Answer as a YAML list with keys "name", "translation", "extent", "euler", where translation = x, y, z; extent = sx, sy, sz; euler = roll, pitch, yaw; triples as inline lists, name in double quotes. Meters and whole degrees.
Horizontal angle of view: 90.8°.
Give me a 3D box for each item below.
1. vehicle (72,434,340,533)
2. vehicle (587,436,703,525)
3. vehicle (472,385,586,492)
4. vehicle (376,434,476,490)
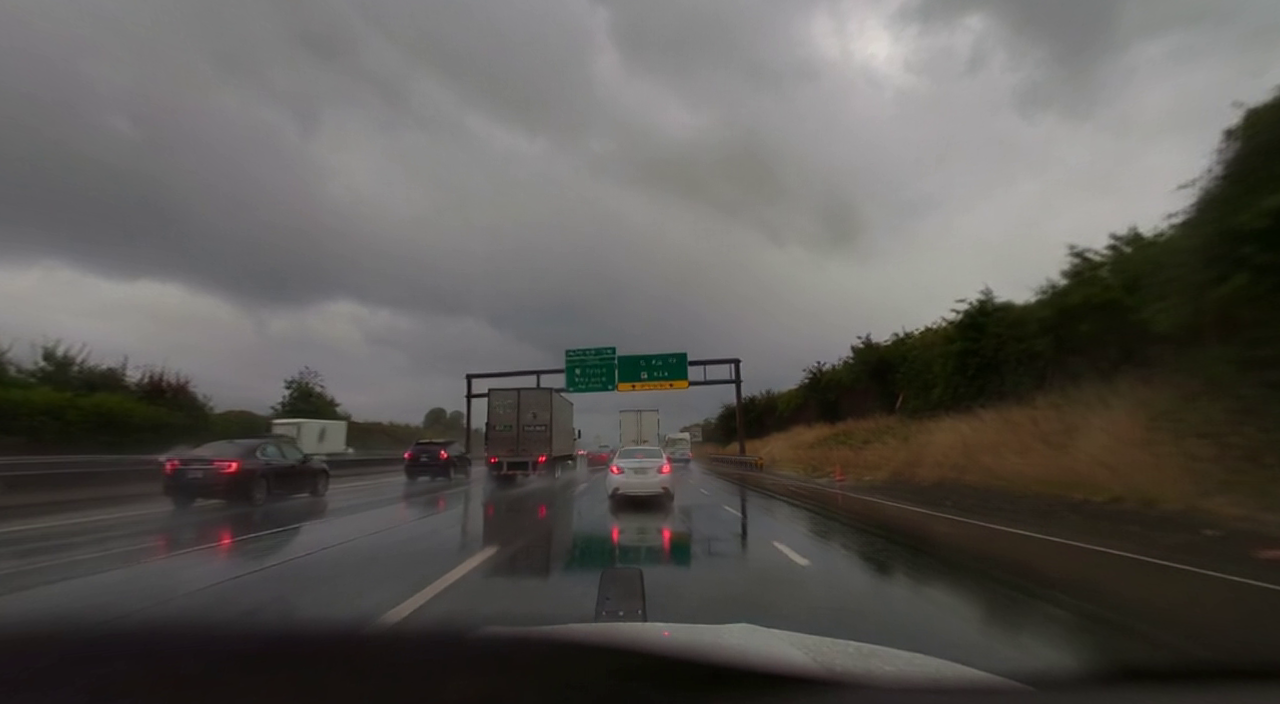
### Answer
- name: "vehicle"
  translation: [-7.948, 2.434, 12.291]
  extent: [1.879, 1.521, 4.623]
  euler: [-1, -9, 1]
- name: "vehicle"
  translation: [0.052, 2.471, 12.563]
  extent: [1.995, 1.495, 3.380]
  euler: [0, -9, -1]
- name: "vehicle"
  translation: [-3.811, 3.290, 23.601]
  extent: [2.812, 3.342, 7.248]
  euler: [-1, -9, 1]
- name: "vehicle"
  translation: [-7.432, 3.865, 22.455]
  extent: [1.952, 1.746, 4.332]
  euler: [-1, -9, 1]
